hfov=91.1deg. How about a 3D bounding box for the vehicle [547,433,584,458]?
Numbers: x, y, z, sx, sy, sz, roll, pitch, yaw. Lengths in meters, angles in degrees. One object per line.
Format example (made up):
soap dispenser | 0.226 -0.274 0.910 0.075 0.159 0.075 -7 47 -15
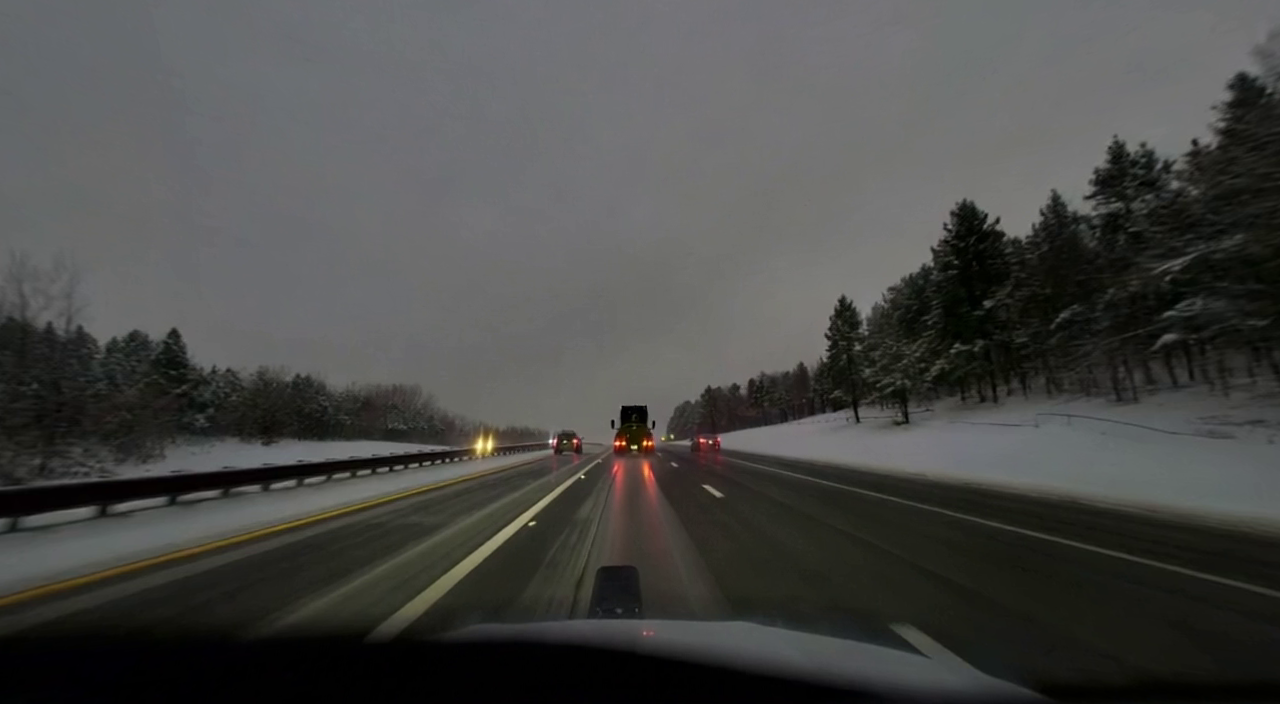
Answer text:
vehicle | -5.000 6.308 42.680 2.104 1.575 4.421 0 -8 -3

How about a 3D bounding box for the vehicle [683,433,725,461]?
vehicle | 3.645 5.465 36.459 1.910 1.492 4.324 0 -8 -1

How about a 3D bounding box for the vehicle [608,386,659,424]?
vehicle | -0.259 2.447 28.360 2.112 1.472 4.240 0 -8 0

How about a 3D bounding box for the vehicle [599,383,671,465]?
vehicle | -0.358 3.856 32.637 2.953 3.406 13.372 0 -8 -1
